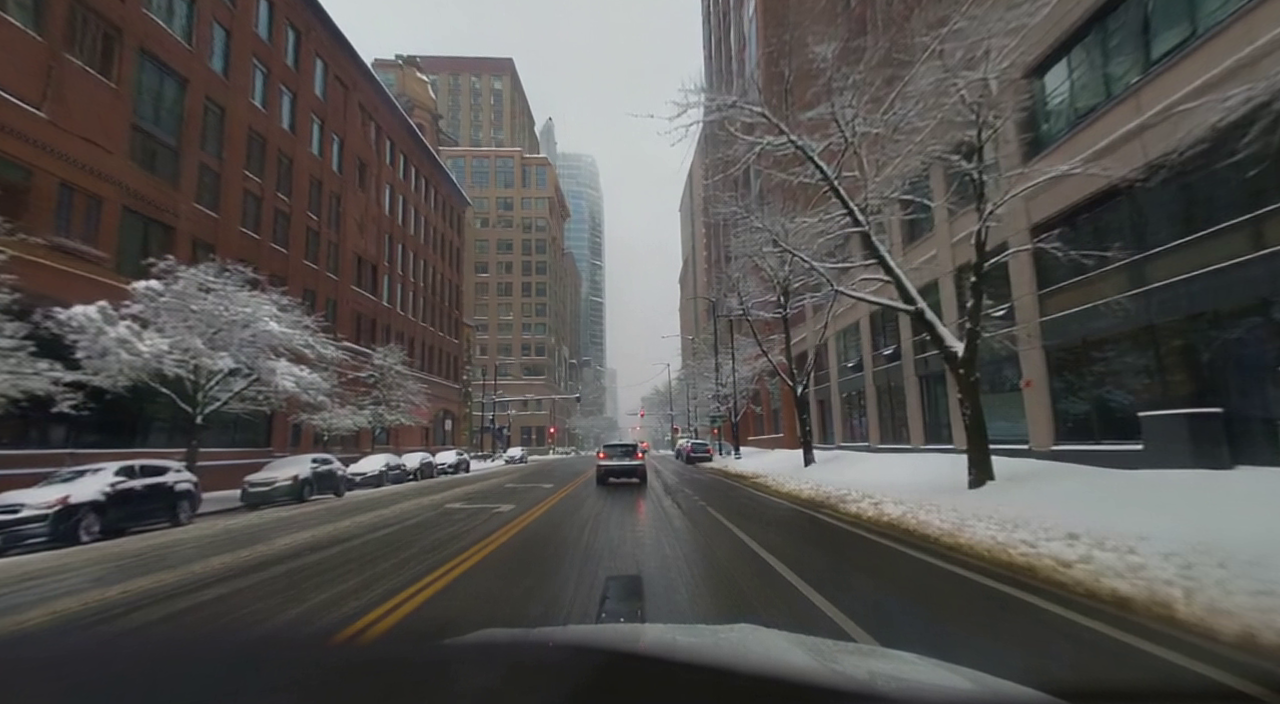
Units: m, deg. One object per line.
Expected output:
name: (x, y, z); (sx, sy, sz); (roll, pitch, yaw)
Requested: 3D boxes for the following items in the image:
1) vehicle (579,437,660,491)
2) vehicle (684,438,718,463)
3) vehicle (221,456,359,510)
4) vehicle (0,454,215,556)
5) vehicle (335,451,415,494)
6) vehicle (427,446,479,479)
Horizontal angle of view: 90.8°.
vehicle: (-0.597, 3.428, 19.736); (2.269, 1.479, 3.980); (0, -8, -1)
vehicle: (4.234, 6.948, 44.583); (1.924, 1.645, 4.528); (-1, -8, -1)
vehicle: (-11.861, 4.432, 21.885); (1.991, 1.507, 4.879); (0, -8, 0)
vehicle: (-11.948, 3.133, 13.742); (2.077, 1.732, 4.704); (0, -8, 0)
vehicle: (-12.213, 5.540, 29.400); (1.976, 1.577, 4.091); (-5, -8, -1)
vehicle: (-12.180, 7.208, 41.476); (2.090, 1.784, 4.832); (-4, -8, -2)
